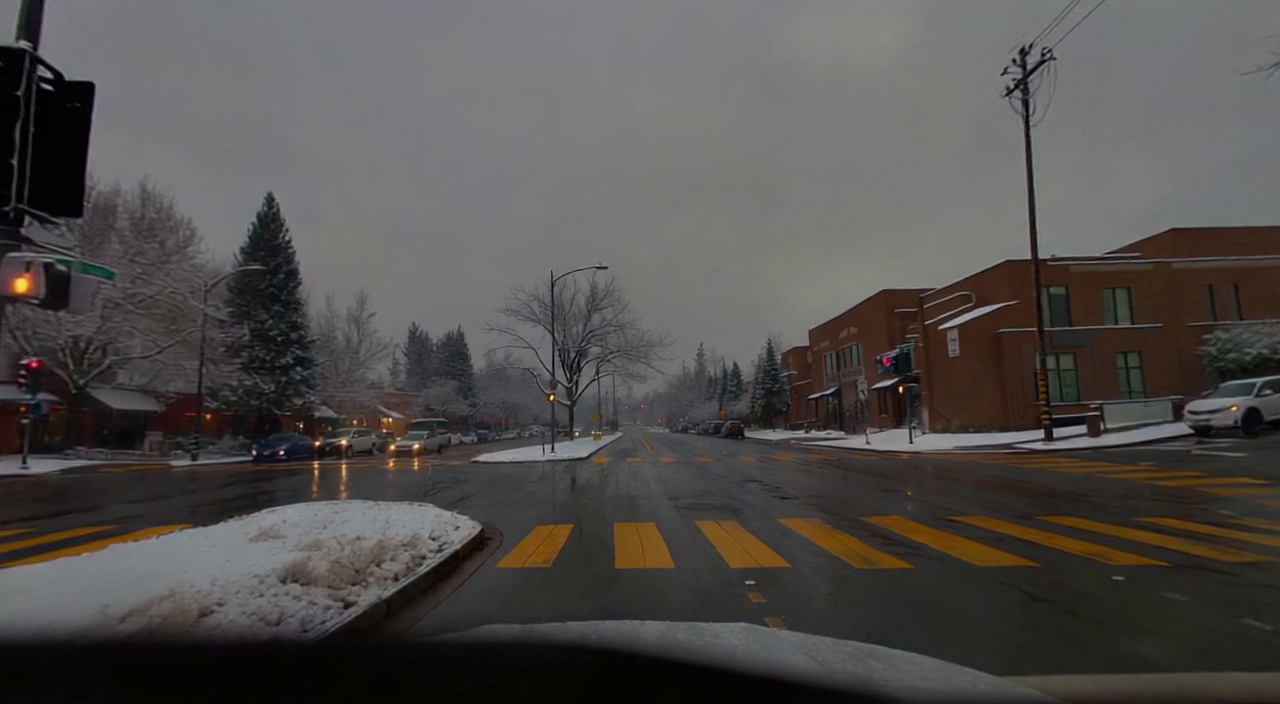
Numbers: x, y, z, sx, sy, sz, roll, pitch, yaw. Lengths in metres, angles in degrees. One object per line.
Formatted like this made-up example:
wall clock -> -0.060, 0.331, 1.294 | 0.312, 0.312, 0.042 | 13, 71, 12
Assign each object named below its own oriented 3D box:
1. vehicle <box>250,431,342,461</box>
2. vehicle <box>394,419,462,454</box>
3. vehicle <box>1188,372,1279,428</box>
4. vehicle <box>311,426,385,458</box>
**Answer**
vehicle -> -18.058, 4.973, 33.515 | 1.939, 1.430, 5.533 | 0, -8, -2
vehicle -> -11.793, 4.770, 35.515 | 2.118, 1.809, 4.591 | 0, -8, 1
vehicle -> 22.363, 1.618, 22.231 | 4.531, 1.753, 1.964 | -2, -2, -5
vehicle -> -18.259, 5.677, 39.846 | 2.225, 1.871, 5.189 | 0, -8, 0
